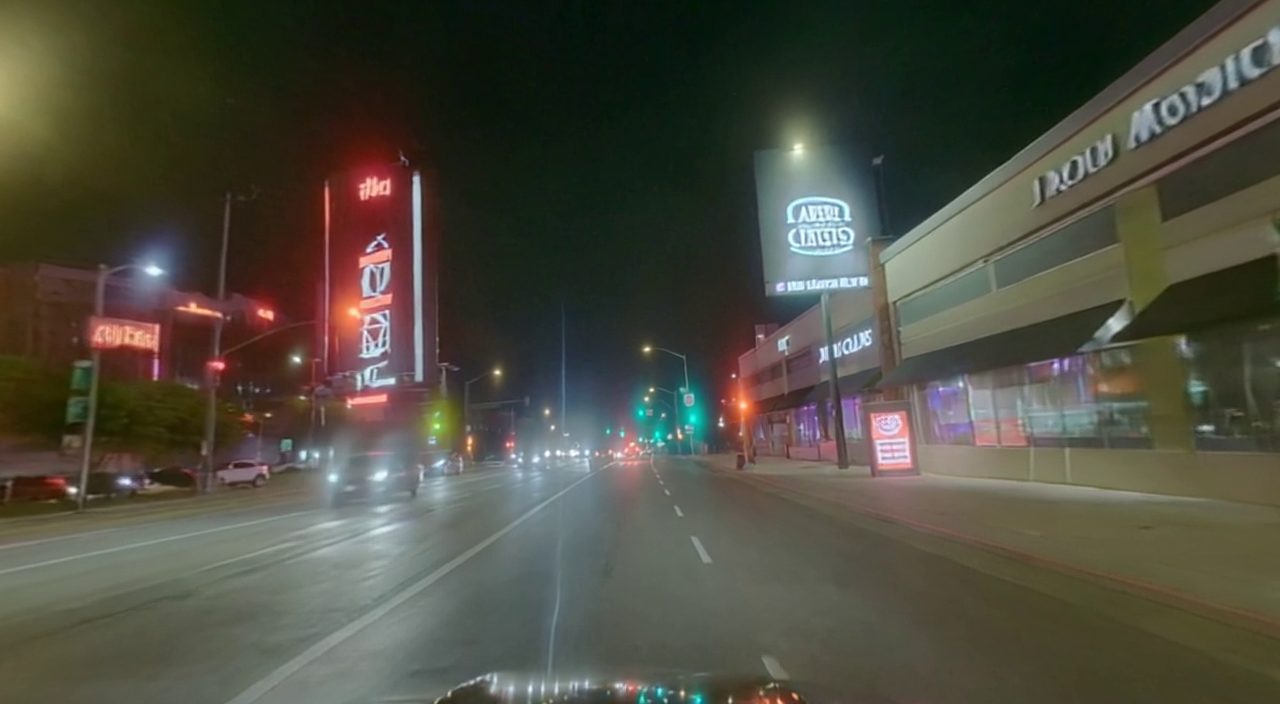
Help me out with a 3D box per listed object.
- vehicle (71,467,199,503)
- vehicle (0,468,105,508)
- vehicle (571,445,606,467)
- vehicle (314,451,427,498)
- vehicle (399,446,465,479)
[{"bbox_3d":[-24.831,6.506,31.243,1.985,1.469,4.428,-5,-10,27],"label":"vehicle"},{"bbox_3d":[-28.879,6.514,30.462,1.969,1.636,4.136,-5,-10,27],"label":"vehicle"},{"bbox_3d":[-3.576,7.300,44.559,1.962,1.420,4.021,-1,-9,2],"label":"vehicle"},{"bbox_3d":[-9.402,4.267,22.484,2.050,1.457,4.338,0,-9,1],"label":"vehicle"},{"bbox_3d":[-12.772,6.783,39.131,2.347,1.857,4.860,0,-9,1],"label":"vehicle"}]
